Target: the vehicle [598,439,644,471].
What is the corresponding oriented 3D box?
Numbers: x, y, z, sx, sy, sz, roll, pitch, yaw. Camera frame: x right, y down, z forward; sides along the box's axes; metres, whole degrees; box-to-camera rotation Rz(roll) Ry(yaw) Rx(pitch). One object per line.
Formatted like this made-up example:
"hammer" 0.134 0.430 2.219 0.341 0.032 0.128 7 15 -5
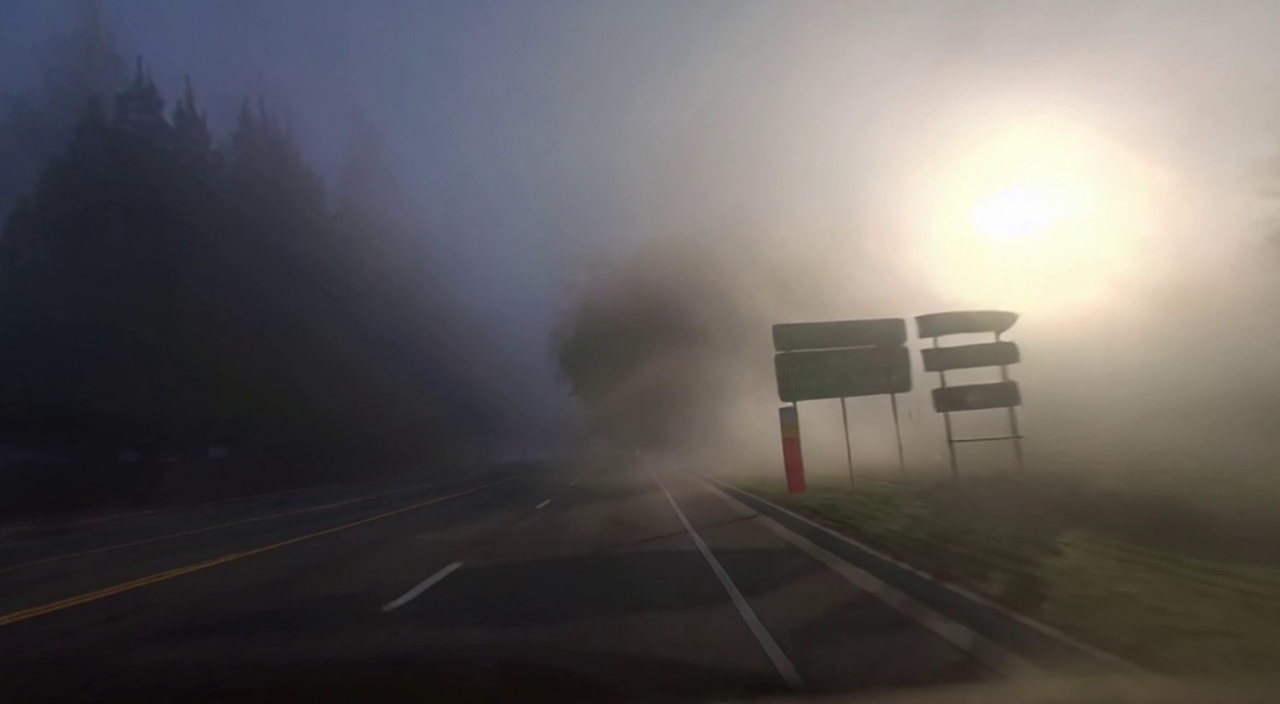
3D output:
"vehicle" -0.864 5.112 31.685 2.111 1.466 4.223 -1 -8 1
